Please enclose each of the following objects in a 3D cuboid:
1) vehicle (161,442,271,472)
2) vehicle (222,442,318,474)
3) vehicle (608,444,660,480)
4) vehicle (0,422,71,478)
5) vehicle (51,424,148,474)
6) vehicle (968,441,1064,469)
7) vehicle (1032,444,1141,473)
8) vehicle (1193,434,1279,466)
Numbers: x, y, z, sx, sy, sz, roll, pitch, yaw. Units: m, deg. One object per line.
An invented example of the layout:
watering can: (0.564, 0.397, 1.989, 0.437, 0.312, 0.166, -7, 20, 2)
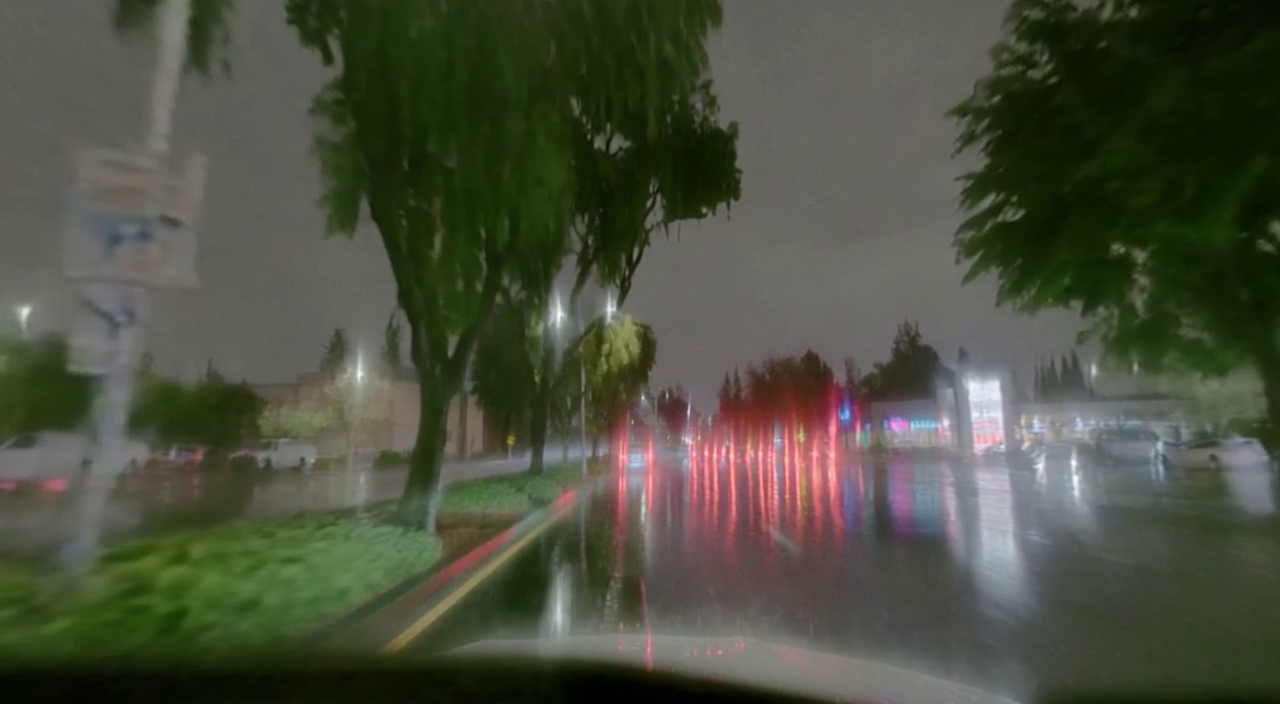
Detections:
vehicle: (-31.282, 7.759, 46.897, 2.154, 2.021, 6.409, -5, -10, 28)
vehicle: (-24.121, 6.855, 41.266, 5.104, 1.947, 2.106, 6, -10, -36)
vehicle: (-0.180, 4.750, 27.585, 2.095, 1.456, 3.873, 0, -8, 2)
vehicle: (-32.130, 5.148, 32.755, 5.926, 2.638, 2.413, -8, -12, 35)
vehicle: (-30.400, 5.526, 35.491, 5.689, 2.583, 2.285, -7, -12, 32)
vehicle: (21.360, 5.843, 35.981, 4.197, 1.505, 1.915, 0, -8, 1)
vehicle: (21.441, 5.118, 30.437, 3.811, 1.355, 1.823, 0, -9, 0)
vehicle: (34.534, 5.576, 35.759, 4.366, 1.723, 1.944, -1, -10, 3)
